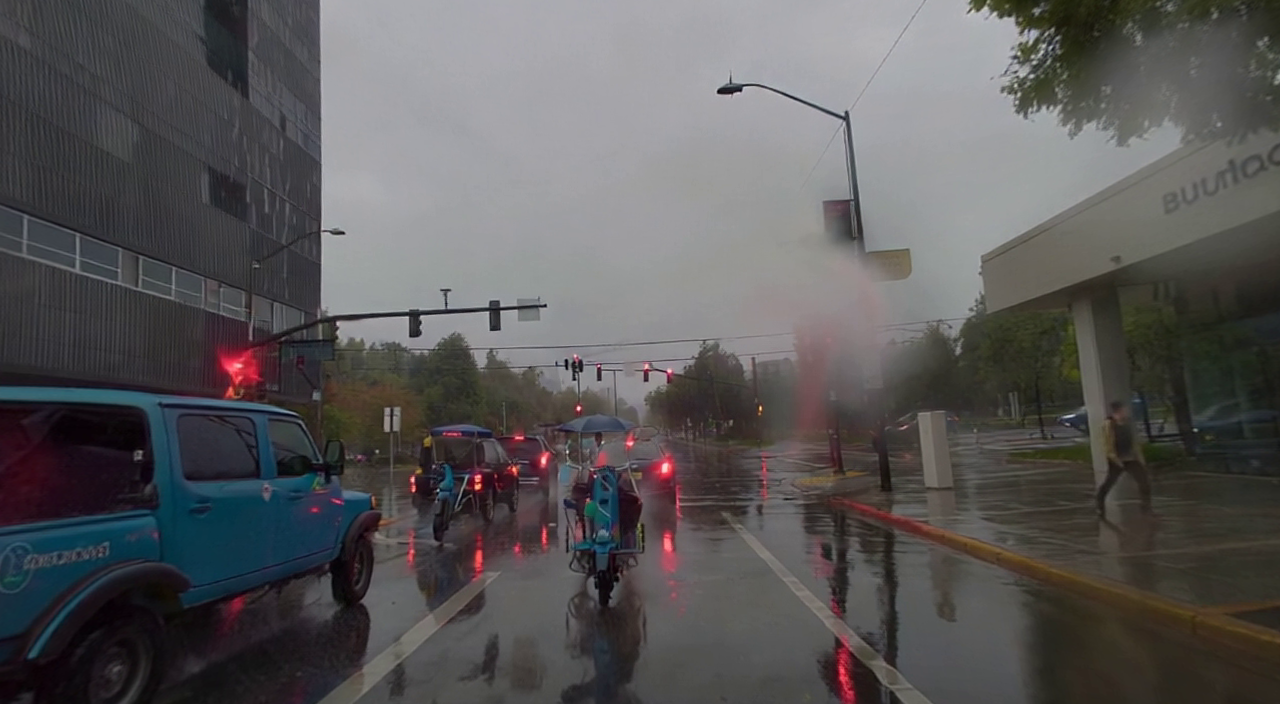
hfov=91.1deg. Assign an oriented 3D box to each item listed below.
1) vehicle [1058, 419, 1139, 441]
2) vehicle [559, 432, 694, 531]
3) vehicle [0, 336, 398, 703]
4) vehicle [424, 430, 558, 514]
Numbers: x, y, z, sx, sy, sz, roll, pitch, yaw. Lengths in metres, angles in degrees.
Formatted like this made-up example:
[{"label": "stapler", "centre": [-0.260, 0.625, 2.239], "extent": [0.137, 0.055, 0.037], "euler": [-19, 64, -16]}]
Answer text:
[{"label": "vehicle", "centre": [30.702, 5.269, 42.110], "extent": [1.751, 1.420, 4.027], "euler": [8, -12, -43]}, {"label": "vehicle", "centre": [-0.169, 2.255, 11.522], "extent": [2.025, 1.458, 4.085], "euler": [0, -8, 1]}, {"label": "vehicle", "centre": [-3.611, 1.128, 4.435], "extent": [2.000, 1.809, 4.405], "euler": [0, -8, 0]}, {"label": "vehicle", "centre": [-3.191, 2.655, 14.376], "extent": [1.935, 1.615, 4.073], "euler": [-1, -8, 2]}]
